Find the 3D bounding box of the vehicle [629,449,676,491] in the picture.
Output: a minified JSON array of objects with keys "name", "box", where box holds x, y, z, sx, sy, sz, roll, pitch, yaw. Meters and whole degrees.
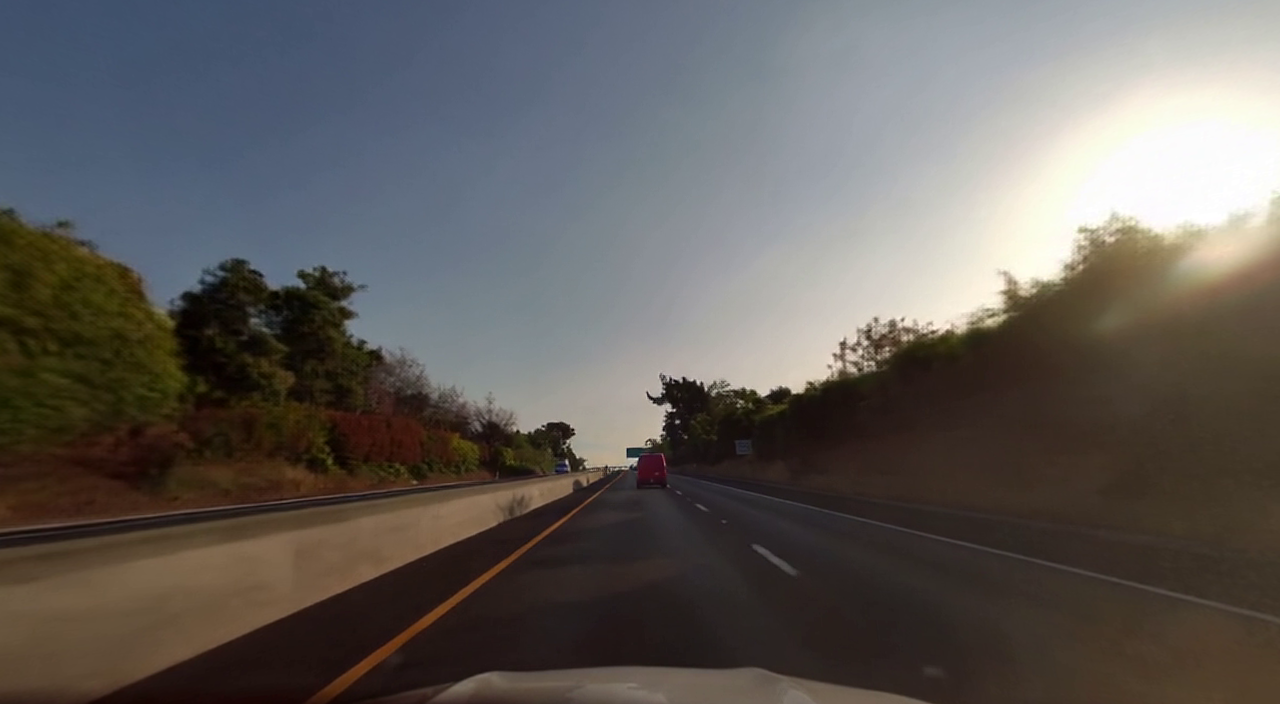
[{"name":"vehicle","box":[0.662,6.748,36.015,2.429,2.167,4.558,1,-11,-2]}]
